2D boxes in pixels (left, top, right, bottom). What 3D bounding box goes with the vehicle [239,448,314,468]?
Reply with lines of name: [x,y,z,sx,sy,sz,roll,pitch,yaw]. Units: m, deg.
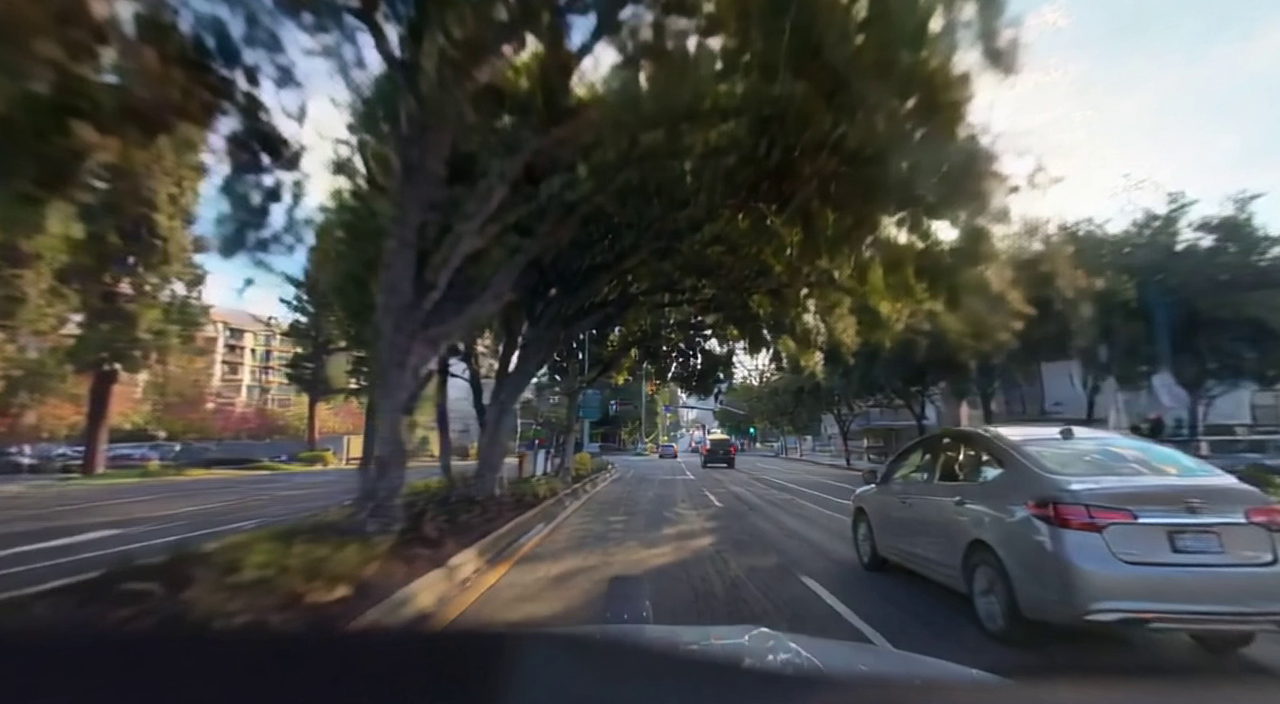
vehicle: [-26.364,7.666,45.776,4.384,1.416,1.969,-1,-8,8]

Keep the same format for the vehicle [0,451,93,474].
vehicle: [-40.635,7.499,43.070,1.787,1.443,4.737,-2,-8,10]

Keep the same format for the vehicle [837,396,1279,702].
vehicle: [3.284,1.349,5.446,1.901,1.634,3.952,0,-8,1]

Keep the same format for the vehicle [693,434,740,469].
vehicle: [4.276,5.668,35.976,2.154,1.844,4.634,0,-8,1]
